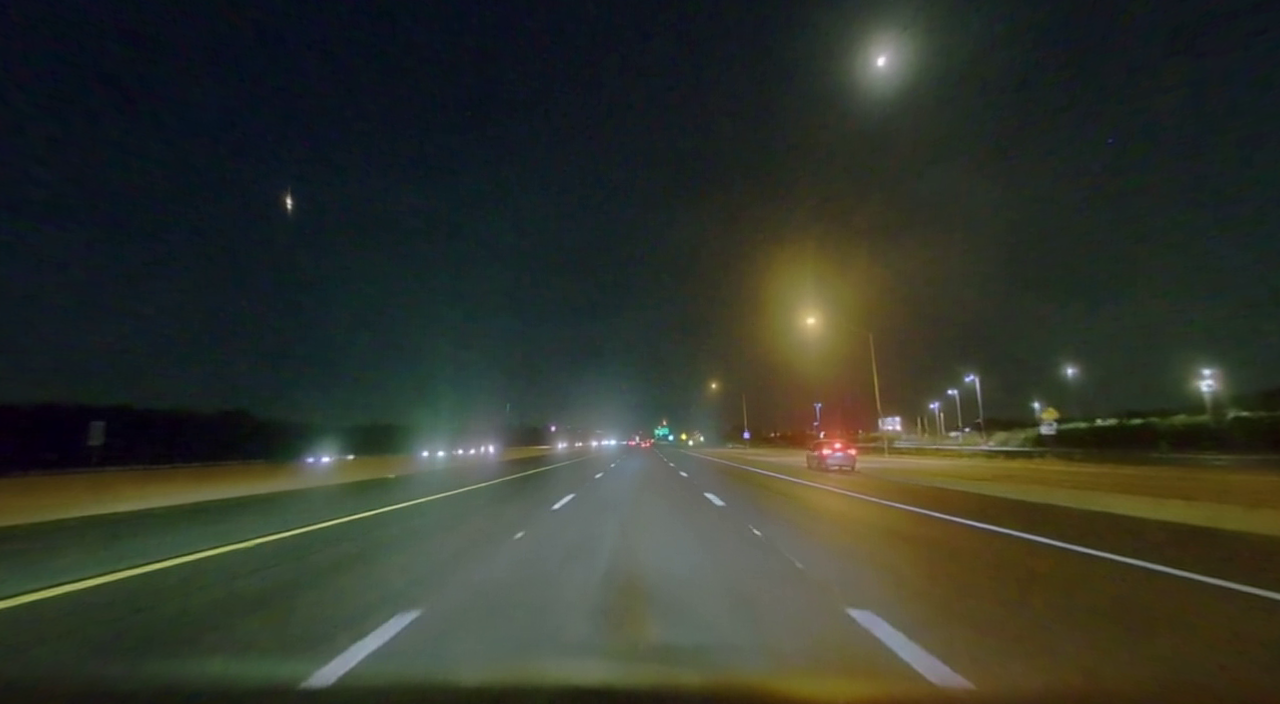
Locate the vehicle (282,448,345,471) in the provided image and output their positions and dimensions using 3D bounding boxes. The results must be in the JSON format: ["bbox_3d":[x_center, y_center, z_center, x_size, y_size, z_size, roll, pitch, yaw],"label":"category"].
[{"bbox_3d":[-22.911,7.542,44.507,1.940,1.482,4.652,0,-8,1],"label":"vehicle"}]

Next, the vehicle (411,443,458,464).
[{"bbox_3d":[-15.591,7.718,48.100,2.003,1.470,4.450,0,-8,1],"label":"vehicle"}]
